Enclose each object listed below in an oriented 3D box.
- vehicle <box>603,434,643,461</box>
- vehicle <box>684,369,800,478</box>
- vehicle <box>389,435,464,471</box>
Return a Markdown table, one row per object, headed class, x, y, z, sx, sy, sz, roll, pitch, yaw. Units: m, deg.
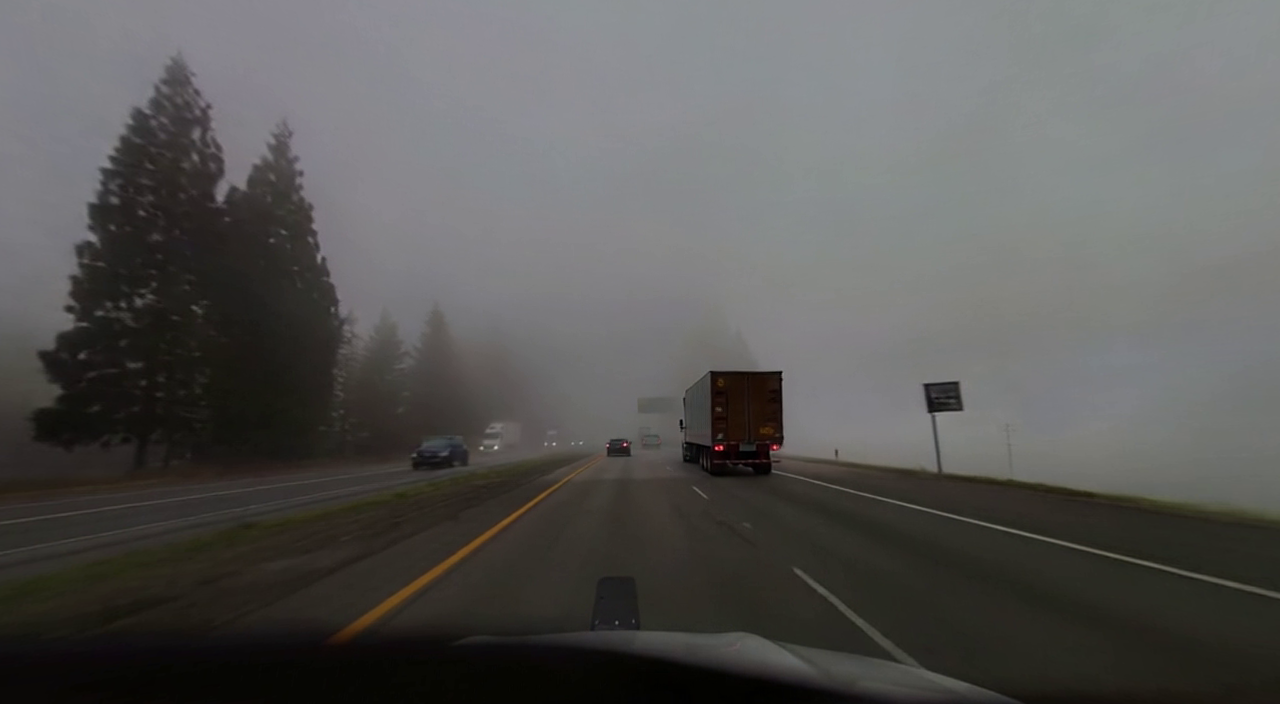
| class | x | y | z | sx | sy | sz | roll | pitch | yaw |
| --- | --- | --- | --- | --- | --- | --- | --- | --- | --- |
| vehicle | -1.009 | 5.630 | 37.431 | 2.259 | 1.466 | 3.693 | 0 | -8 | -1 |
| vehicle | 3.616 | 2.860 | 24.728 | 2.921 | 3.526 | 8.207 | 0 | -8 | -2 |
| vehicle | -9.602 | 4.561 | 28.739 | 1.910 | 1.492 | 4.302 | 0 | -8 | -1 |
